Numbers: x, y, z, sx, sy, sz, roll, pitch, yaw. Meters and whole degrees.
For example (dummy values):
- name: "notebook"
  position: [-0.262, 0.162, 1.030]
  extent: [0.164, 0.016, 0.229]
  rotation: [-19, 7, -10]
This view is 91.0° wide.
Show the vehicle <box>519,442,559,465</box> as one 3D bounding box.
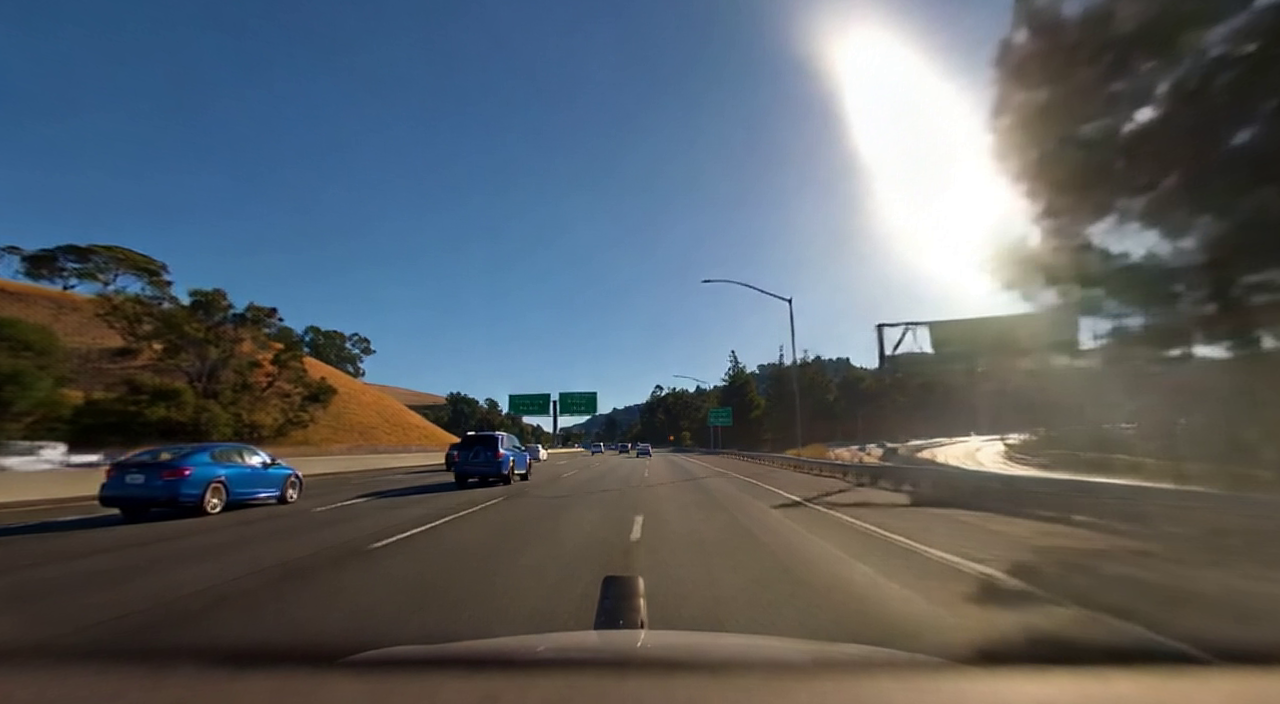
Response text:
- name: "vehicle"
  position: [-7.415, 7.476, 46.532]
  extent: [2.069, 1.636, 4.483]
  rotation: [0, -9, 2]

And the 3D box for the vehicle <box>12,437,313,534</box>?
- name: "vehicle"
  position: [-8.863, 2.496, 12.477]
  extent: [1.984, 1.508, 4.935]
  rotation: [0, -9, 2]

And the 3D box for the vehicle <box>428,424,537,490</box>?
- name: "vehicle"
  position: [-5.111, 3.503, 21.289]
  extent: [2.219, 1.947, 4.924]
  rotation: [0, -9, 2]
